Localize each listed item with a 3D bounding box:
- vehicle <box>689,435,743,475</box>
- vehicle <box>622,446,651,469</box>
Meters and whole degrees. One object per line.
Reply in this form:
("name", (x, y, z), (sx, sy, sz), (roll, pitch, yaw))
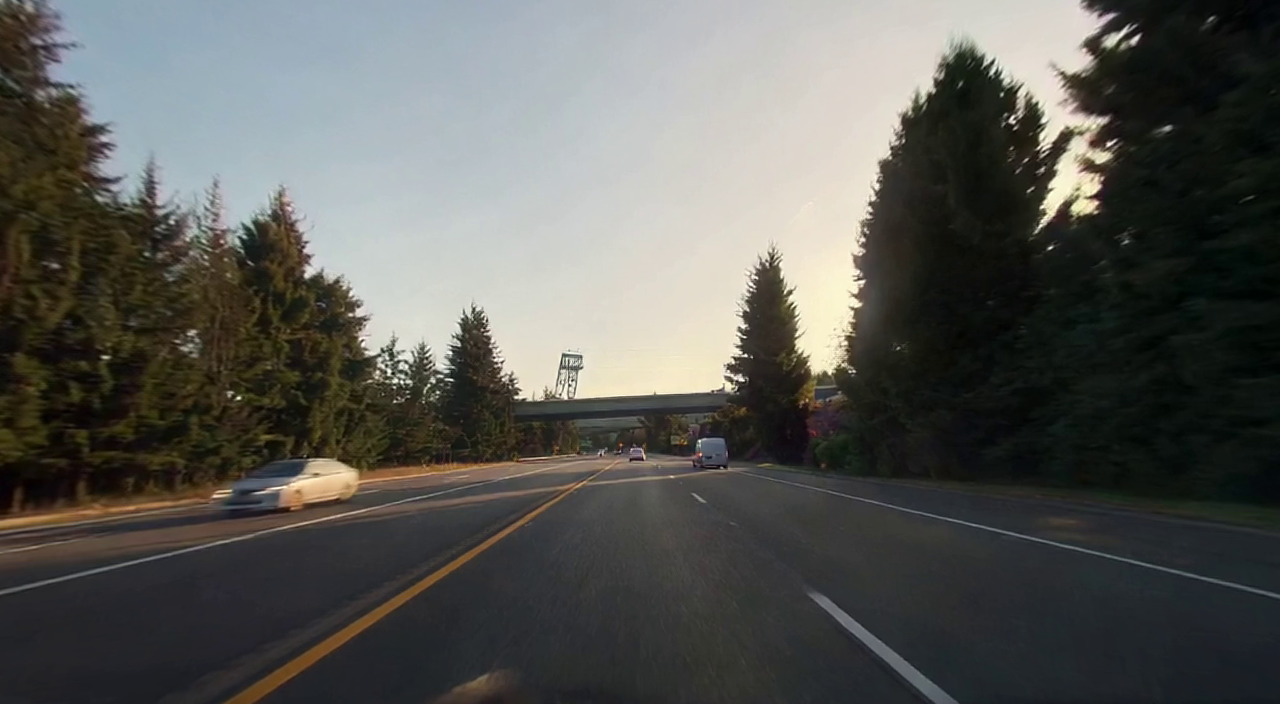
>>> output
("vehicle", (4.027, 5.594, 34.339), (2.152, 1.998, 5.380), (0, -9, -1))
("vehicle", (-0.211, 7.665, 45.989), (2.013, 1.584, 3.995), (0, -9, 0))
